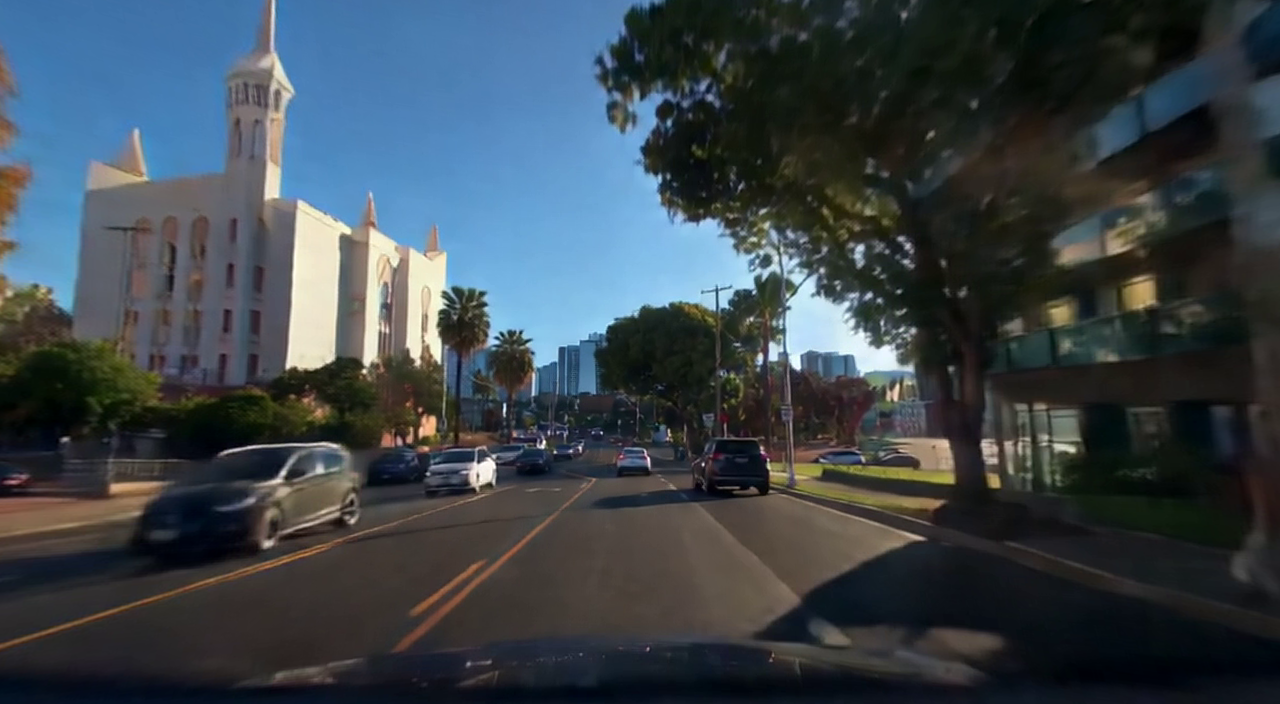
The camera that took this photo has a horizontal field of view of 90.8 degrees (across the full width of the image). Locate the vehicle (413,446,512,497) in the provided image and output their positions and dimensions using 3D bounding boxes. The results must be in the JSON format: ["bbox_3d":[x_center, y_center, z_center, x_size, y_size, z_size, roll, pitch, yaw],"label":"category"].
[{"bbox_3d":[-6.042,4.108,22.173,2.135,1.542,4.575,0,-8,0],"label":"vehicle"}]

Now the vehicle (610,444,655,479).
[{"bbox_3d":[-0.359,5.663,32.899,2.196,1.655,3.939,0,-8,0],"label":"vehicle"}]

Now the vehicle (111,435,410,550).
[{"bbox_3d":[-5.763,2.161,10.539,2.083,1.451,4.707,0,-8,0],"label":"vehicle"}]

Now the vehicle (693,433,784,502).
[{"bbox_3d":[2.847,3.459,19.387,1.995,1.858,4.333,0,-8,-1],"label":"vehicle"}]

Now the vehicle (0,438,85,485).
[{"bbox_3d":[-26.231,4.582,26.706,1.889,1.778,4.543,1,-8,-9],"label":"vehicle"}]

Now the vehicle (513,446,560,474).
[{"bbox_3d":[-6.111,6.430,37.966,2.074,1.541,4.395,0,-8,0],"label":"vehicle"}]
